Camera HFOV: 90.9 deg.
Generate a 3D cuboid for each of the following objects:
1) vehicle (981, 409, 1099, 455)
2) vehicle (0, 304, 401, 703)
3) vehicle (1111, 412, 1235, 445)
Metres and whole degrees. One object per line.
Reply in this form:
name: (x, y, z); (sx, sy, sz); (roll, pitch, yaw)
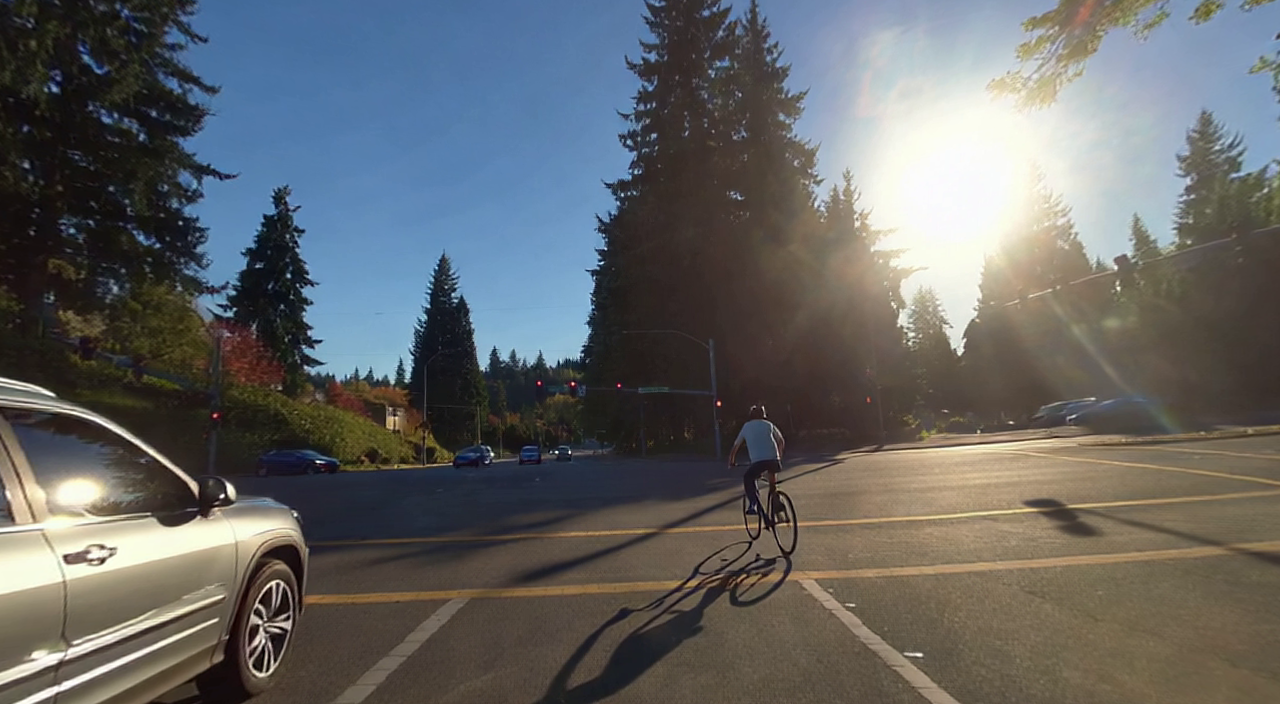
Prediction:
vehicle: (18.578, 3.748, 29.376); (4.237, 1.948, 1.997); (0, -9, -9)
vehicle: (-2.963, 0.862, 2.732); (2.049, 1.756, 4.602); (0, -8, 0)
vehicle: (25.748, 3.731, 30.495); (4.716, 1.507, 1.904); (2, -9, -11)
